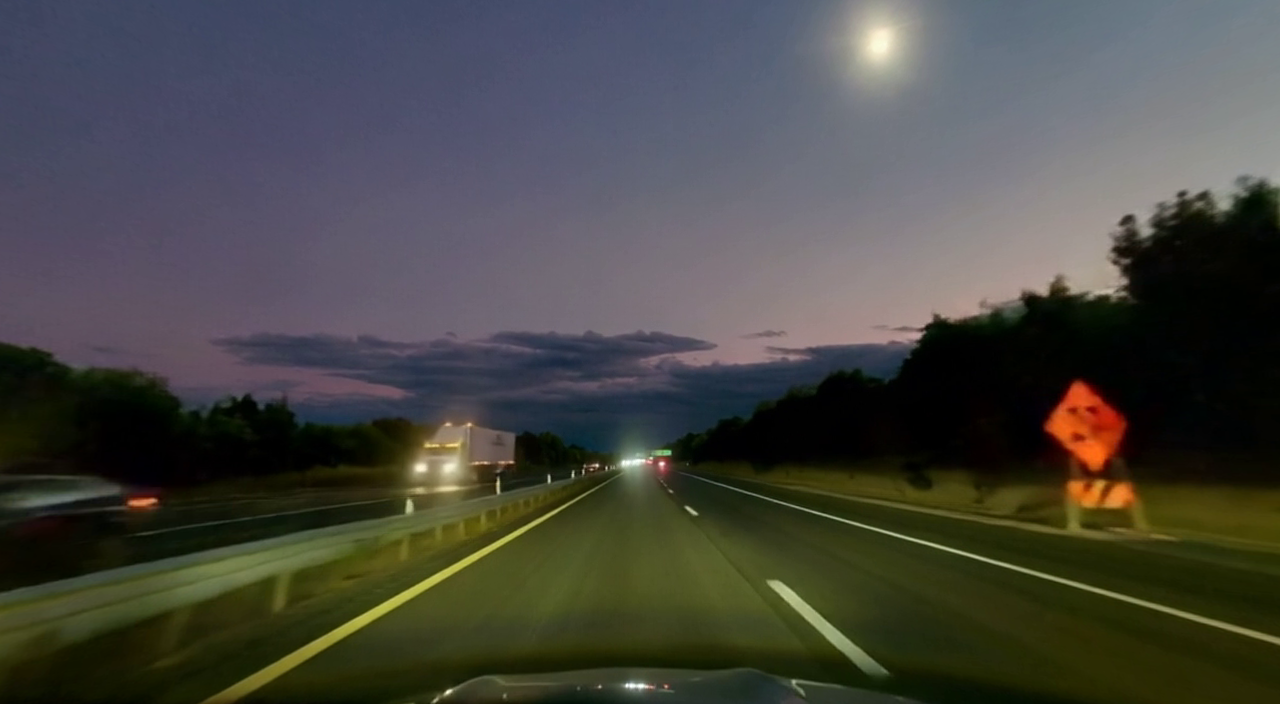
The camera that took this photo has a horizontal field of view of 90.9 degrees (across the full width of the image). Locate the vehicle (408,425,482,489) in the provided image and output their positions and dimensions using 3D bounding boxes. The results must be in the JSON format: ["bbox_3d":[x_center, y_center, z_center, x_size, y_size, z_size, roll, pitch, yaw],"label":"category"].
[{"bbox_3d":[-13.126,7.188,43.096,2.963,3.991,5.854,1,-10,1],"label":"vehicle"}]
